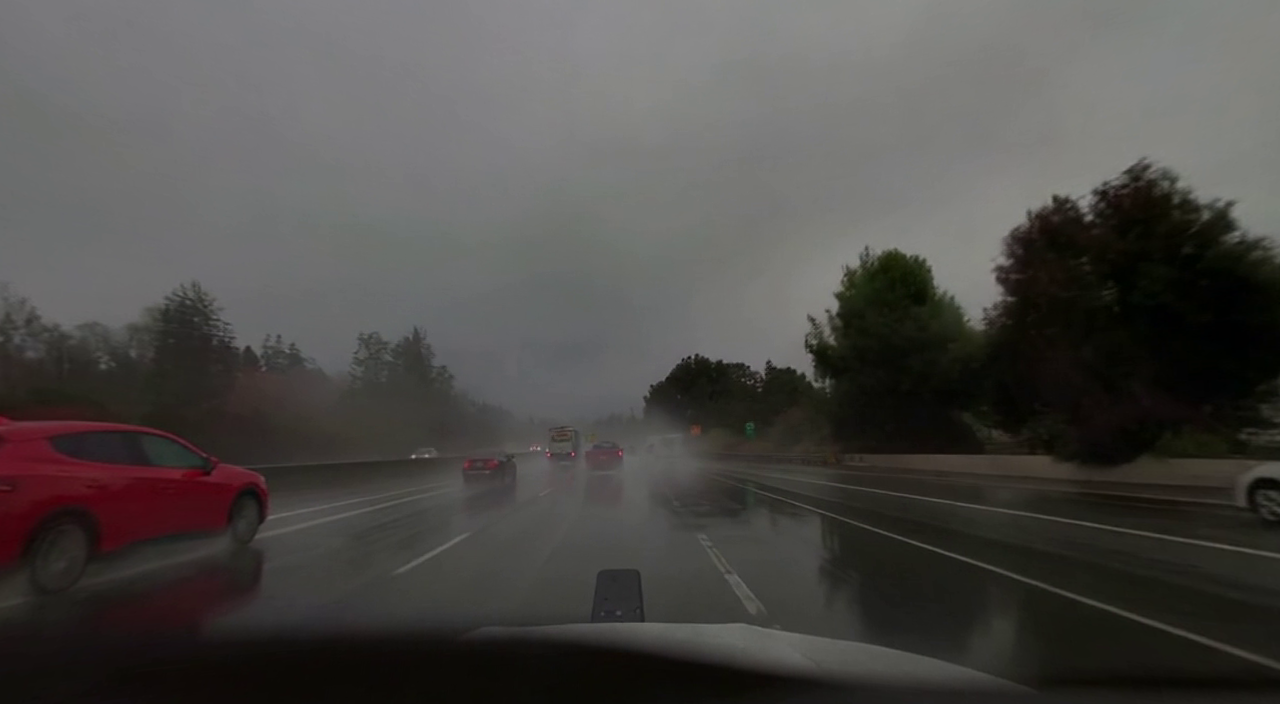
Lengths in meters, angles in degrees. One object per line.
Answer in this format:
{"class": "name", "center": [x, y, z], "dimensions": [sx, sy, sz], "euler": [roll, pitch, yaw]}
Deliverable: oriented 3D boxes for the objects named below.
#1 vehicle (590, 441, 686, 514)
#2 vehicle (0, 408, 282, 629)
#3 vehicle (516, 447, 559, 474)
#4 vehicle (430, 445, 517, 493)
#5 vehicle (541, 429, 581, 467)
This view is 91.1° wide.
{"class": "vehicle", "center": [-0.072, 2.825, 14.538], "dimensions": [1.940, 1.451, 3.512], "euler": [0, -9, -1]}
{"class": "vehicle", "center": [-5.821, 1.495, 6.314], "dimensions": [2.058, 1.626, 4.118], "euler": [0, -9, -1]}
{"class": "vehicle", "center": [-5.874, 6.266, 36.484], "dimensions": [1.814, 1.417, 3.860], "euler": [0, -9, 0]}
{"class": "vehicle", "center": [-5.615, 3.982, 21.812], "dimensions": [1.892, 1.481, 4.180], "euler": [0, -9, 0]}
{"class": "vehicle", "center": [-6.171, 7.633, 49.833], "dimensions": [2.326, 2.789, 5.971], "euler": [0, -9, 0]}
